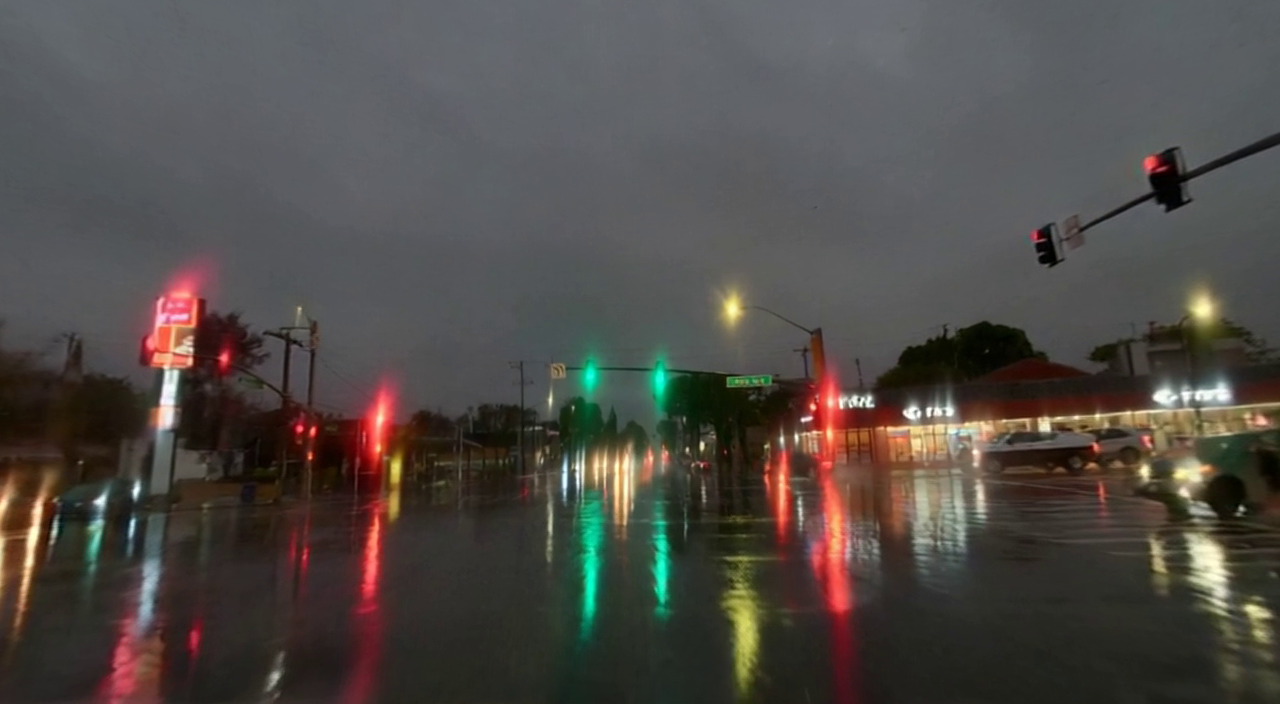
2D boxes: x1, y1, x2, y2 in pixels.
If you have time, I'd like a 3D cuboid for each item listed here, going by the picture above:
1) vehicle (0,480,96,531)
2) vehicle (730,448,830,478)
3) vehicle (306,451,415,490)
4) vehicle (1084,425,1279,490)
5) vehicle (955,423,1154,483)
[{"bbox_3d":[-21.150,5.031,20.919,4.676,1.463,1.909,-1,-8,6],"label":"vehicle"},{"bbox_3d":[7.418,5.878,33.650,4.728,1.468,2.083,-7,-11,37],"label":"vehicle"},{"bbox_3d":[-21.295,9.016,48.444,6.991,2.792,2.607,0,-8,-3],"label":"vehicle"},{"bbox_3d":[14.409,2.643,15.907,4.835,1.487,1.913,-4,-9,20],"label":"vehicle"},{"bbox_3d":[12.990,3.225,20.248,4.916,1.730,1.986,-4,-9,22],"label":"vehicle"}]
